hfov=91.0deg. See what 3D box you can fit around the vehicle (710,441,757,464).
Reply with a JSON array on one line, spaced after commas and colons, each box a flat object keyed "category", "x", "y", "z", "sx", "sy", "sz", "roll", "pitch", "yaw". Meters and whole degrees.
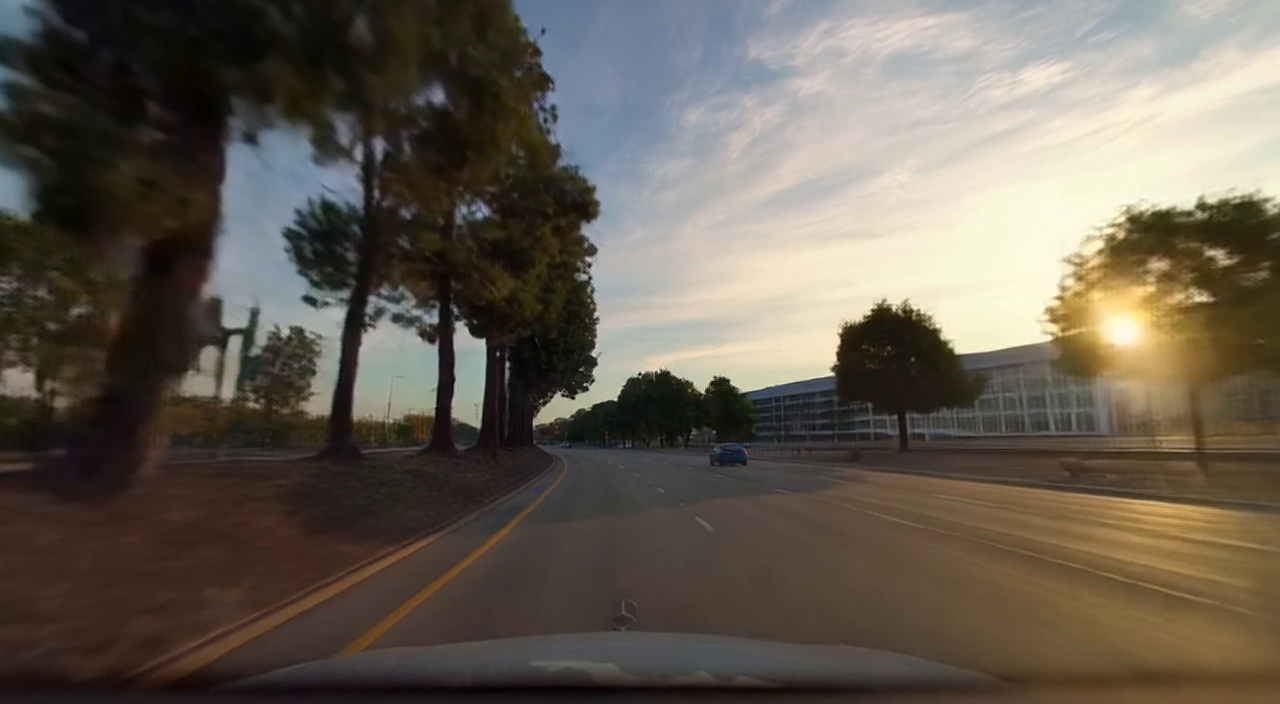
[{"category": "vehicle", "x": 6.247, "y": 6.795, "z": 42.683, "sx": 1.908, "sy": 1.483, "sz": 4.474, "roll": 1, "pitch": -9, "yaw": -8}]
